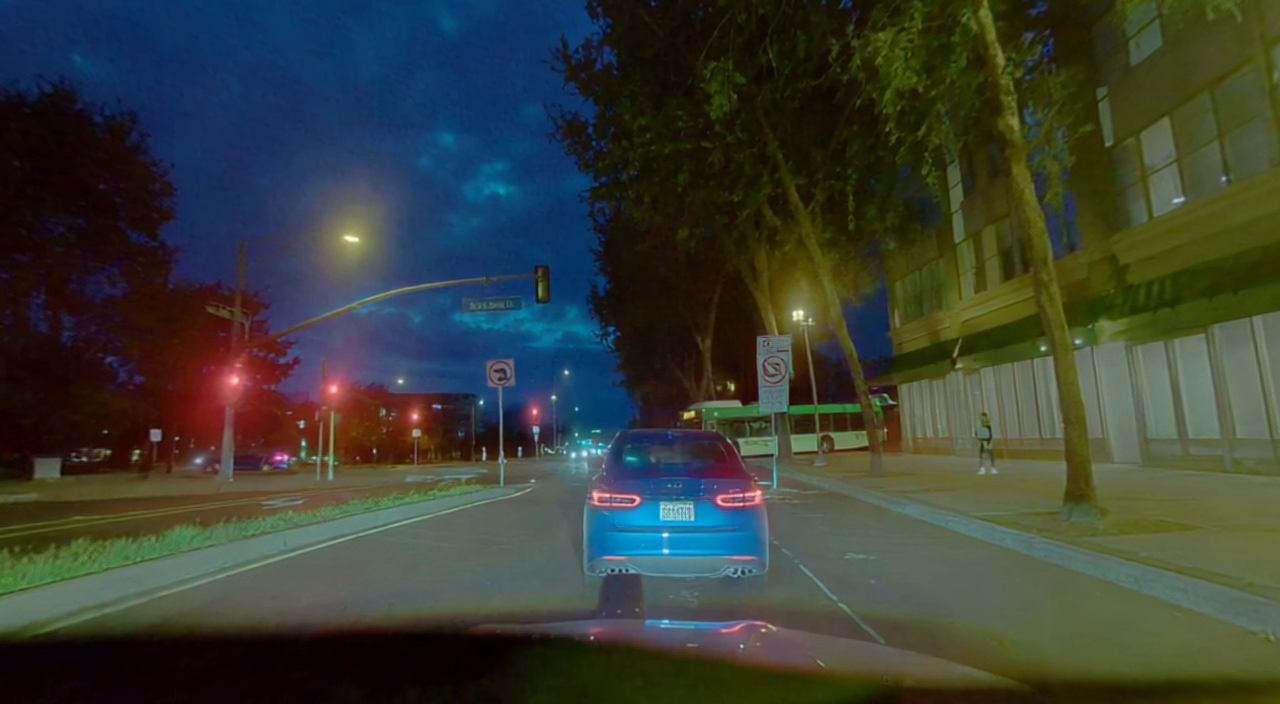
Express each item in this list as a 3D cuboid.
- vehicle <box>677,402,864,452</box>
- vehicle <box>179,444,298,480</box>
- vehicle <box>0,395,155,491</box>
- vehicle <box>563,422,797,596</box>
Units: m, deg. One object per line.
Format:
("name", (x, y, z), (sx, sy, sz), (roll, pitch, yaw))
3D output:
("vehicle", (9.899, 5.905, 49.131), (13.811, 3.706, 2.997), (0, -9, 1))
("vehicle", (-19.901, 5.440, 31.546), (1.892, 1.645, 4.561), (-5, -10, 30))
("vehicle", (-25.949, 3.646, 25.327), (2.692, 3.685, 10.153), (-3, -9, 20))
("vehicle", (0.380, 1.634, 7.391), (2.006, 1.470, 3.799), (0, -8, 1))
